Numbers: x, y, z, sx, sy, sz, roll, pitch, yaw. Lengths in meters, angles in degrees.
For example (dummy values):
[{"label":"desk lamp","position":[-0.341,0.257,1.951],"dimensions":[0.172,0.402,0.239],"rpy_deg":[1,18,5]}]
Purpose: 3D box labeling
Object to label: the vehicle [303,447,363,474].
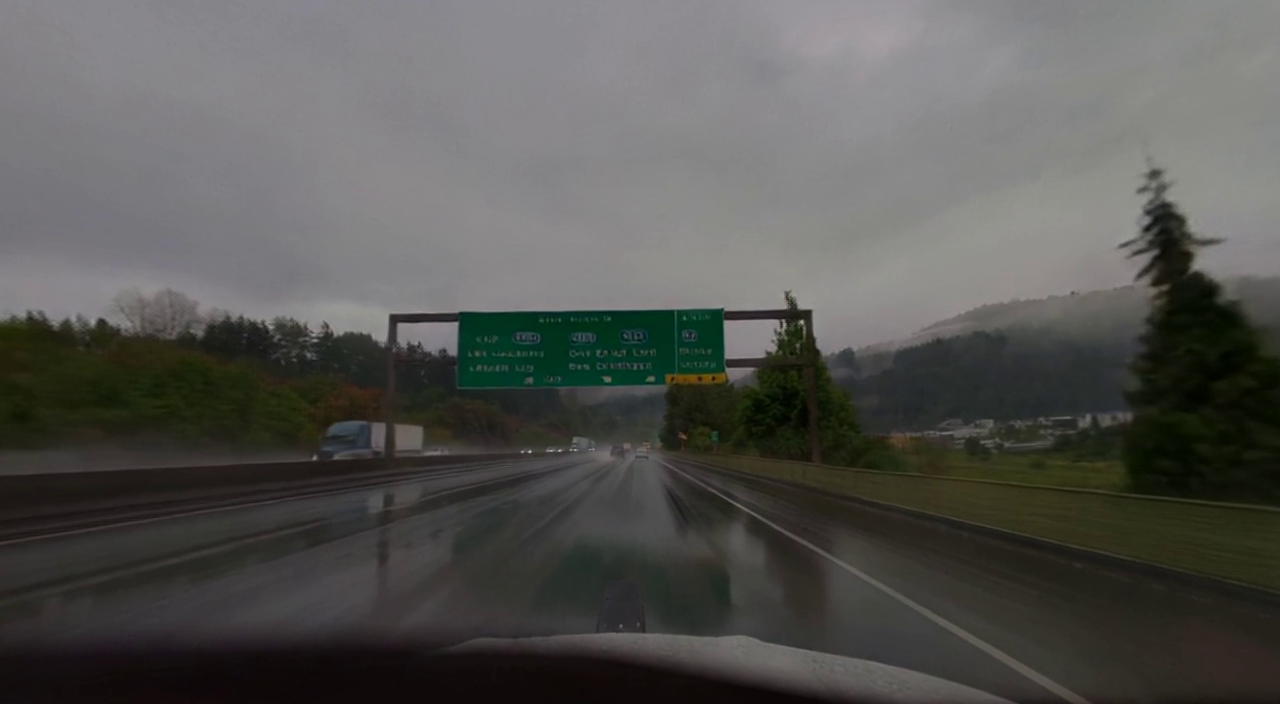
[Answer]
[{"label":"vehicle","position":[-20.807,7.330,42.930],"dimensions":[1.939,1.688,4.267],"rpy_deg":[0,-9,-1]}]
